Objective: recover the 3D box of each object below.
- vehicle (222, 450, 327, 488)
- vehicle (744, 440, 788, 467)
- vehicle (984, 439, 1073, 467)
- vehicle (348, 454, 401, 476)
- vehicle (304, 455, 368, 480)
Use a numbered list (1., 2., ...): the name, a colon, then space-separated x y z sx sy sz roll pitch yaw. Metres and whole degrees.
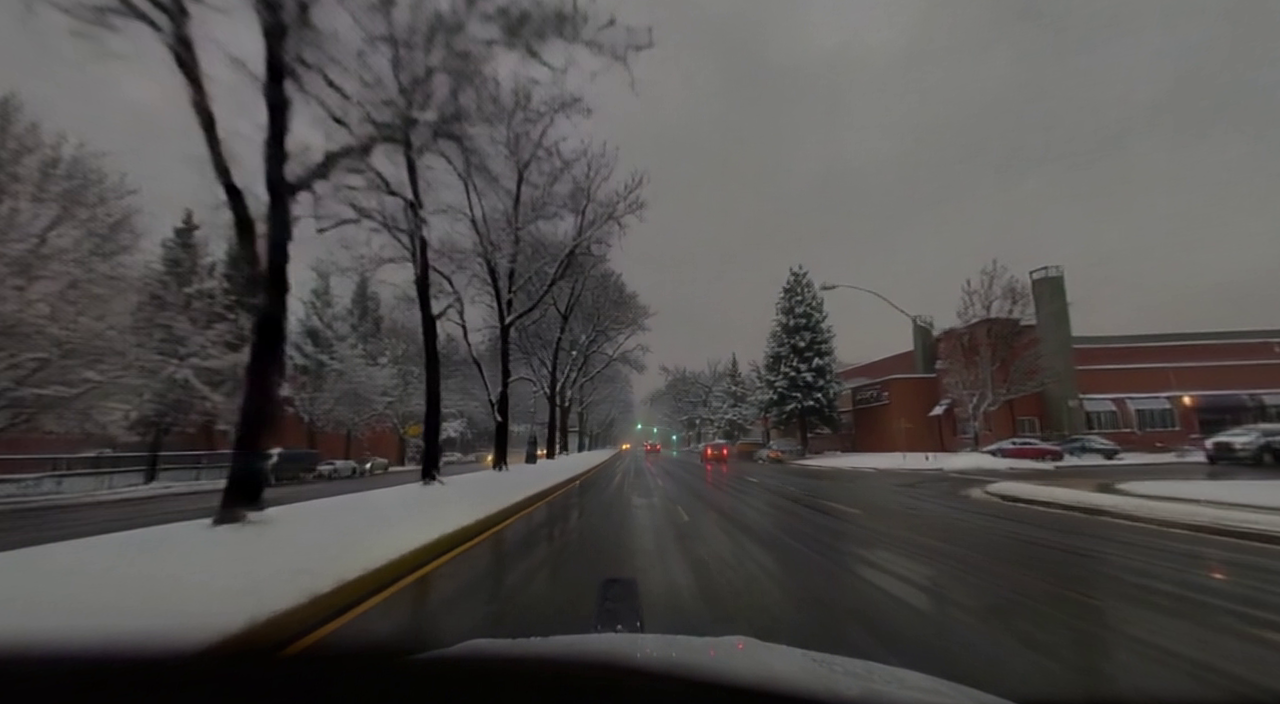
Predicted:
1. vehicle: -20.127 6.427 35.210 2.208 1.882 5.826 -1 -9 2
2. vehicle: 9.071 7.337 45.737 1.994 1.738 4.622 4 -9 -2
3. vehicle: 23.634 6.151 38.509 4.518 1.599 1.850 2 -9 -14
4. vehicle: -19.829 8.449 47.404 1.840 1.464 4.781 0 -9 1
5. vehicle: -19.846 7.571 41.507 1.795 1.452 4.718 0 -9 1
